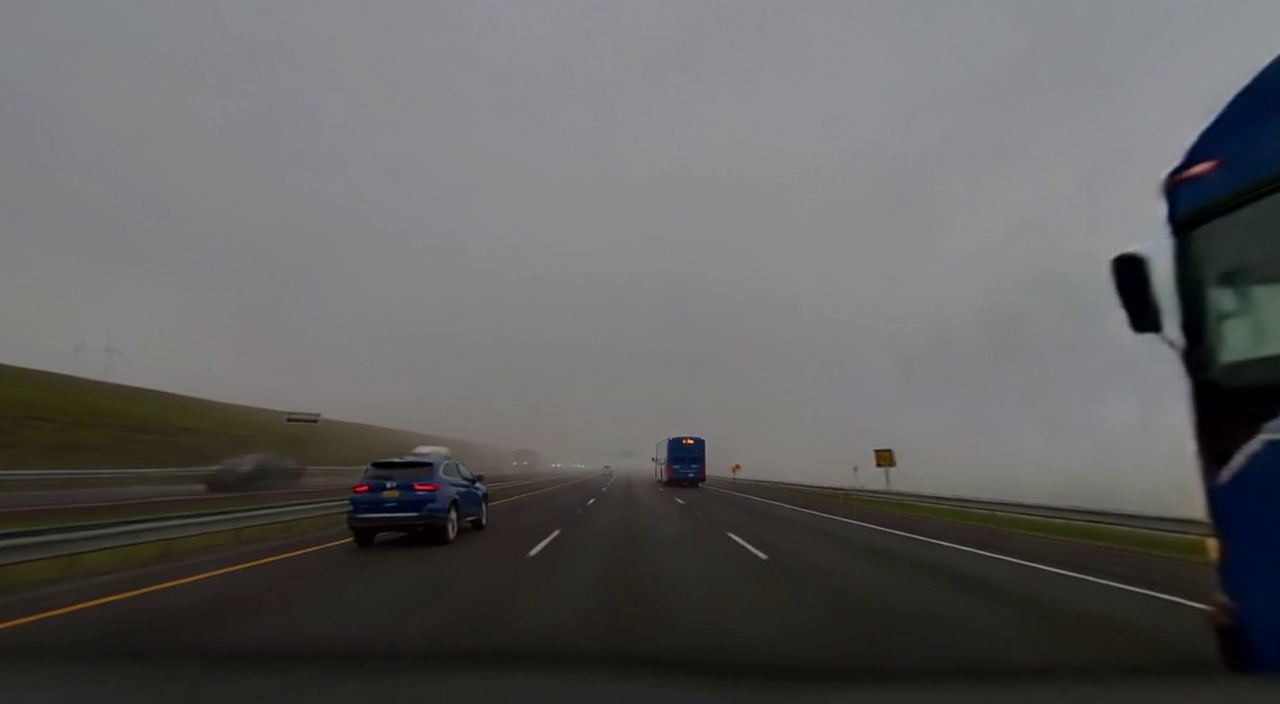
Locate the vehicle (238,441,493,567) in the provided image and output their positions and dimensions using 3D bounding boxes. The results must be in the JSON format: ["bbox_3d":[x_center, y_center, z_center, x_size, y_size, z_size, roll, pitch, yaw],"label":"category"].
[{"bbox_3d":[-4.027,2.346,10.282,2.213,1.568,4.274,1,-10,0],"label":"vehicle"}]

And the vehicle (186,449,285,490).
[{"bbox_3d":[-19.433,5.685,30.529,1.922,1.778,4.263,1,-10,-1],"label":"vehicle"}]
